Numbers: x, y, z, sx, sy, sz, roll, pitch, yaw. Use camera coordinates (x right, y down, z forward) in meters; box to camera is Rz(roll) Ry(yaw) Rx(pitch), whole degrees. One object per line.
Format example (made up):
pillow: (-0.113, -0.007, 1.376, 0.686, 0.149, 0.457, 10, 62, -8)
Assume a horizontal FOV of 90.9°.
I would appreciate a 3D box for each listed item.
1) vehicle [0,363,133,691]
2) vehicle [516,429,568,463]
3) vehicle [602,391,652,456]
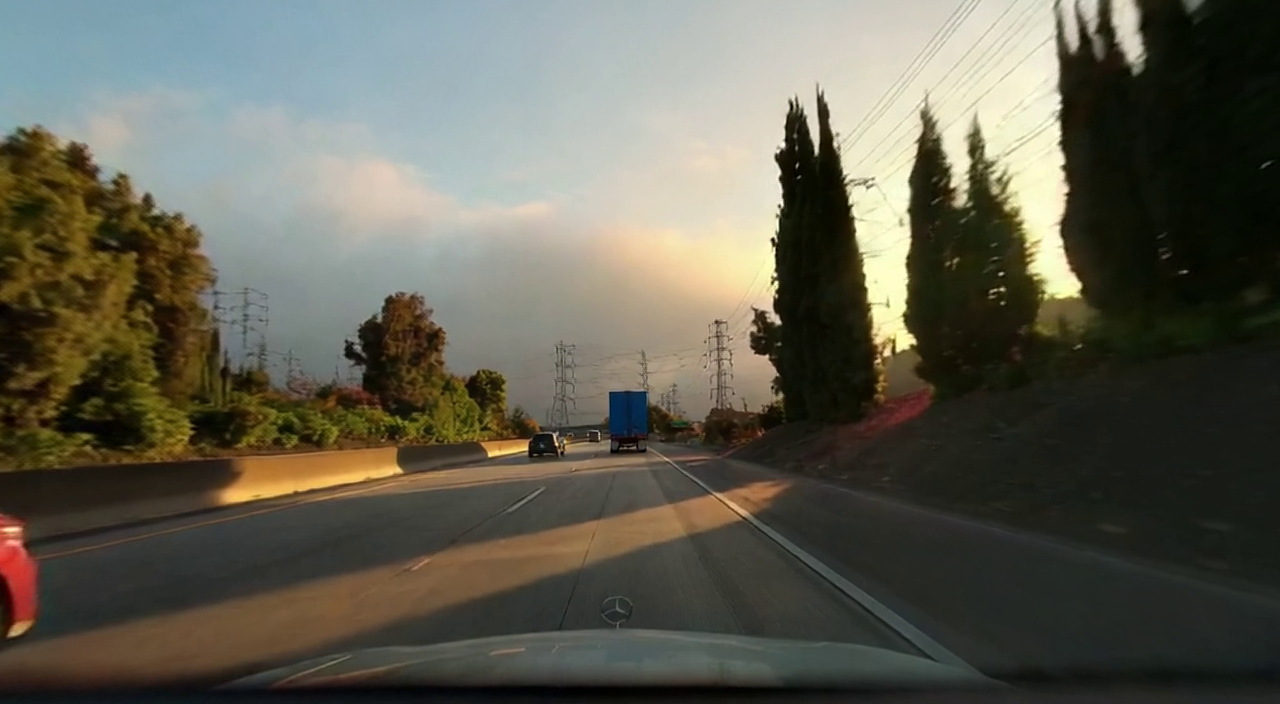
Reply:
vehicle: (-4.216, 0.671, 1.620, 2.117, 1.618, 4.480, 0, -7, -1)
vehicle: (-4.669, 4.548, 30.678, 1.934, 1.549, 4.194, 0, -7, -1)
vehicle: (-0.814, 4.892, 42.463, 2.955, 3.851, 9.915, 0, -8, -1)
